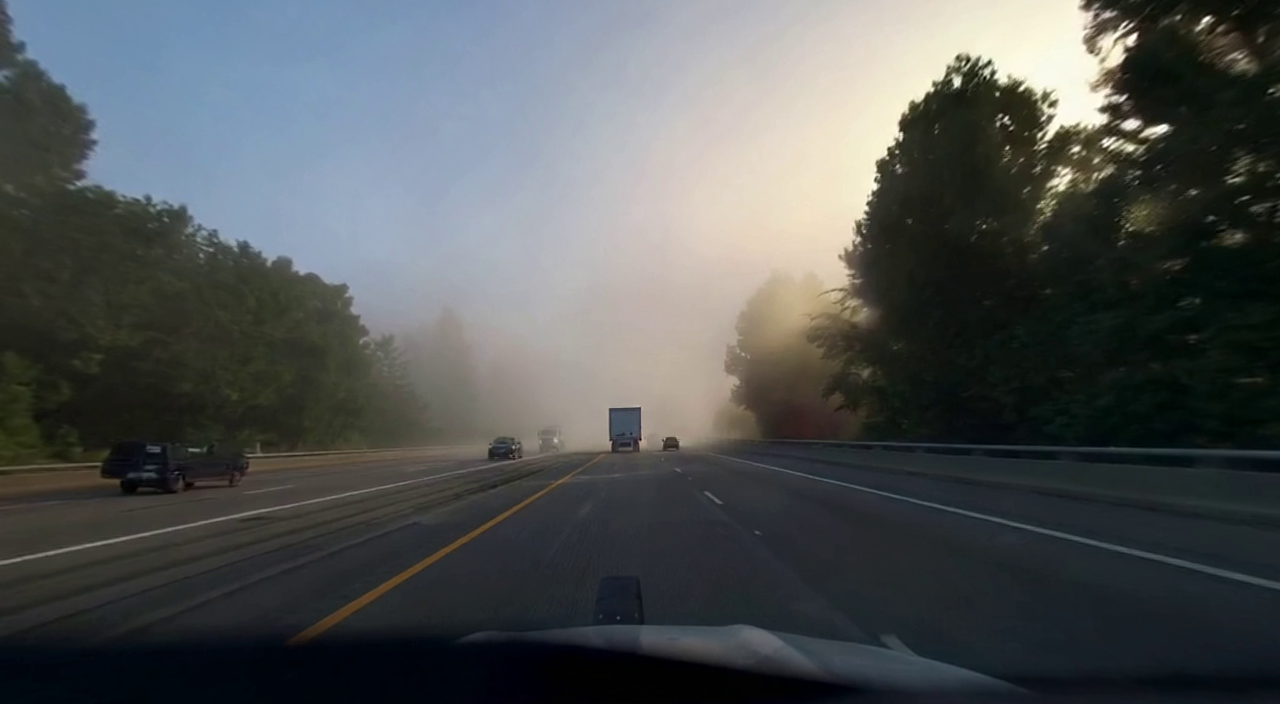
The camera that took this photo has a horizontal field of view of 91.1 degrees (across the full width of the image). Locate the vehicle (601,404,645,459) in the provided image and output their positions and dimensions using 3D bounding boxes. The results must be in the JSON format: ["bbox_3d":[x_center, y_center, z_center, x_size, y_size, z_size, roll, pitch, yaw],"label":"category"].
[{"bbox_3d":[-1.117,4.932,39.004,2.450,3.098,6.965,0,-8,-3],"label":"vehicle"}]

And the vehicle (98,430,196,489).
[{"bbox_3d":[-37.272,8.065,47.823,2.907,3.948,6.367,-2,-8,-8],"label":"vehicle"}]
